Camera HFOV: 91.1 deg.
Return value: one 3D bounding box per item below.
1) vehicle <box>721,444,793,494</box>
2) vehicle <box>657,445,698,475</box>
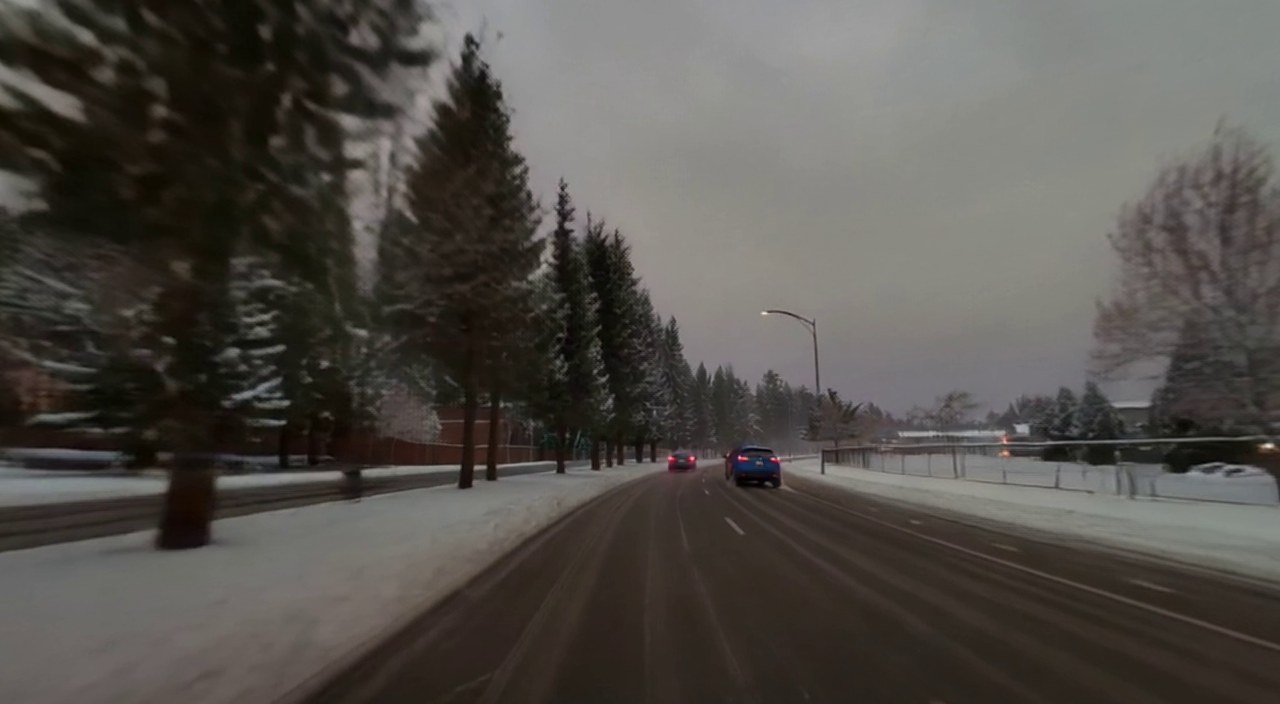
[{"bbox_3d":[4.253,4.275,23.449,1.971,1.663,4.287,0,-9,2],"label":"vehicle"},{"bbox_3d":[2.456,6.856,40.139,2.251,1.822,4.391,-1,-9,8],"label":"vehicle"}]
